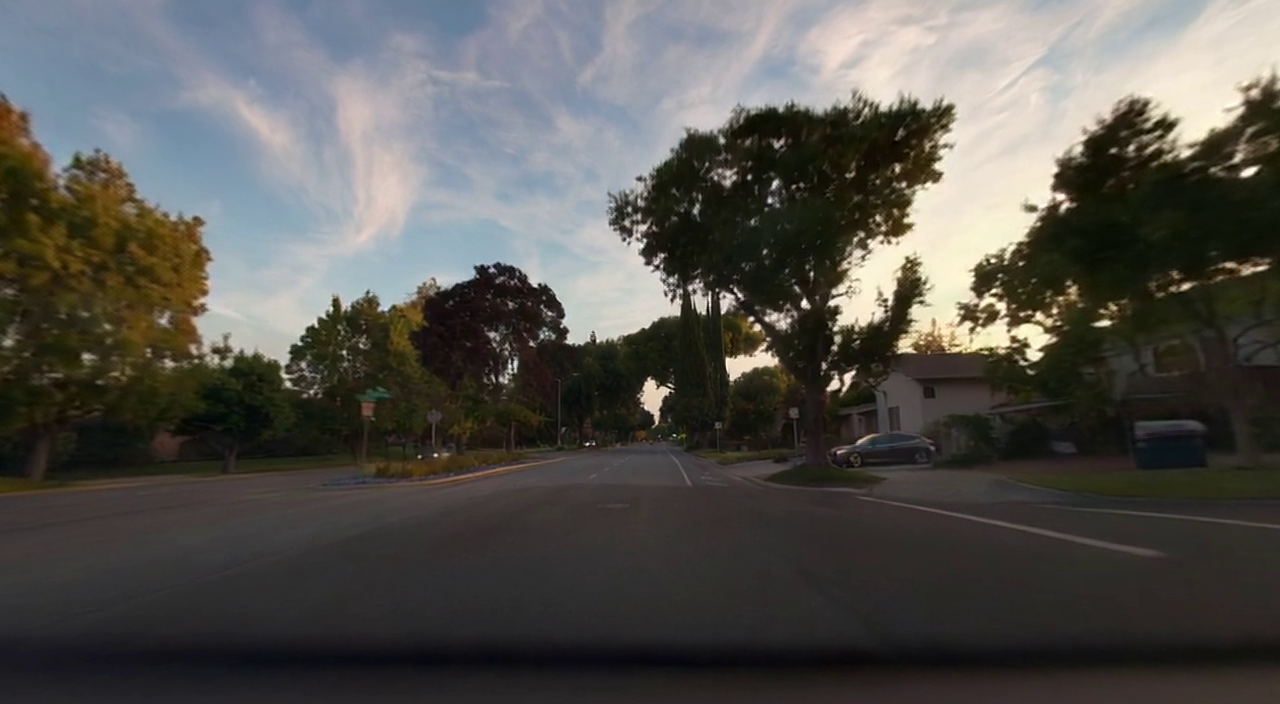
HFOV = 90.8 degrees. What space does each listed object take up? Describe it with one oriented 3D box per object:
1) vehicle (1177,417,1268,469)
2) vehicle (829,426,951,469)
[{"bbox_3d":[19.769,3.030,21.438,1.979,1.560,4.241,-7,-9,43],"label":"vehicle"},{"bbox_3d":[10.667,4.053,27.283,2.199,1.661,4.495,4,-8,-28],"label":"vehicle"}]
